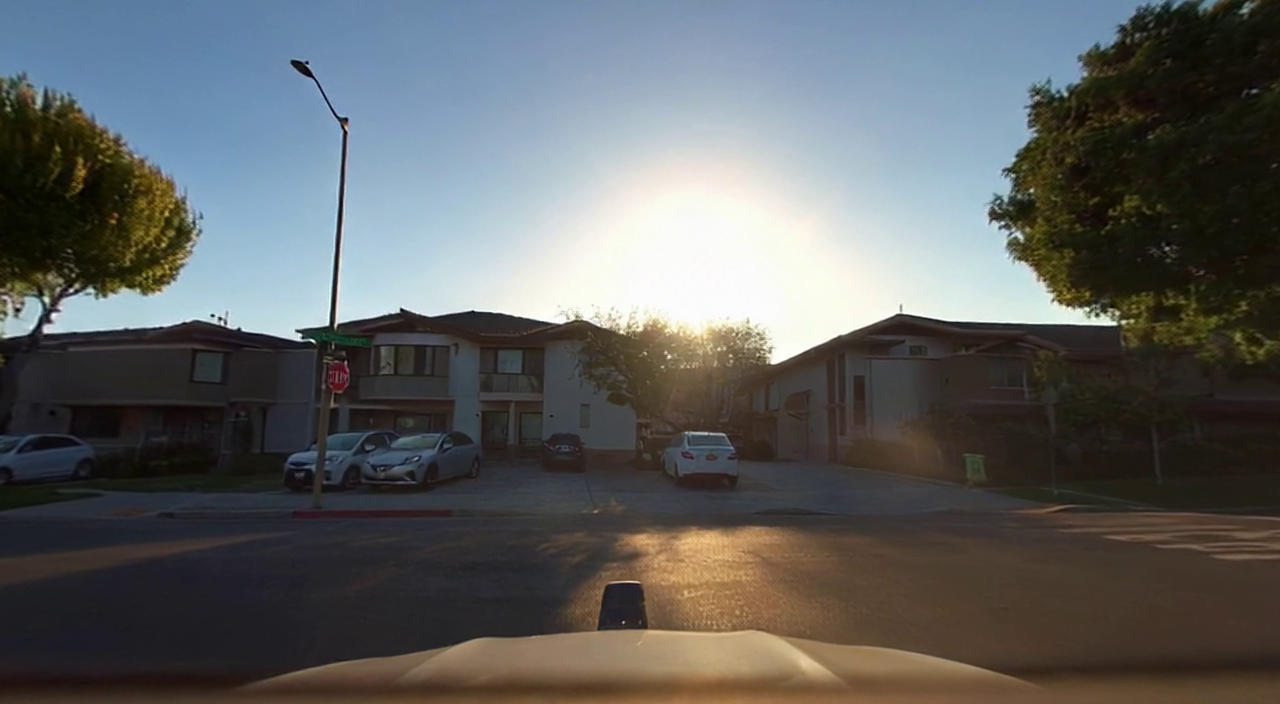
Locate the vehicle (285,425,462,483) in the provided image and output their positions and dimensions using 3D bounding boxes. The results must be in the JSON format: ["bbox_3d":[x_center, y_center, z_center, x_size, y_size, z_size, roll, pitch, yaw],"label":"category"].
[{"bbox_3d":[-8.412,3.263,20.201,4.778,1.753,1.959,0,-9,-1],"label":"vehicle"}]

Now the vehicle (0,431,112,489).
[{"bbox_3d":[-23.047,3.920,22.941,5.418,1.994,2.233,0,-8,0],"label":"vehicle"}]

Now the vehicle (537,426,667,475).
[{"bbox_3d":[-1.531,4.343,27.745,2.267,1.920,5.798,-8,-11,41],"label":"vehicle"}]

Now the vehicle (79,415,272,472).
[{"bbox_3d":[-27.758,5.488,37.771,9.384,3.230,2.928,-1,-9,4],"label":"vehicle"}]

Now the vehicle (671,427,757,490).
[{"bbox_3d":[2.458,3.761,22.623,2.305,1.962,5.685,0,-9,-1],"label":"vehicle"}]

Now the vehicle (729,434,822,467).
[{"bbox_3d":[8.074,5.874,37.555,5.004,1.797,1.946,-5,-10,31],"label":"vehicle"}]
